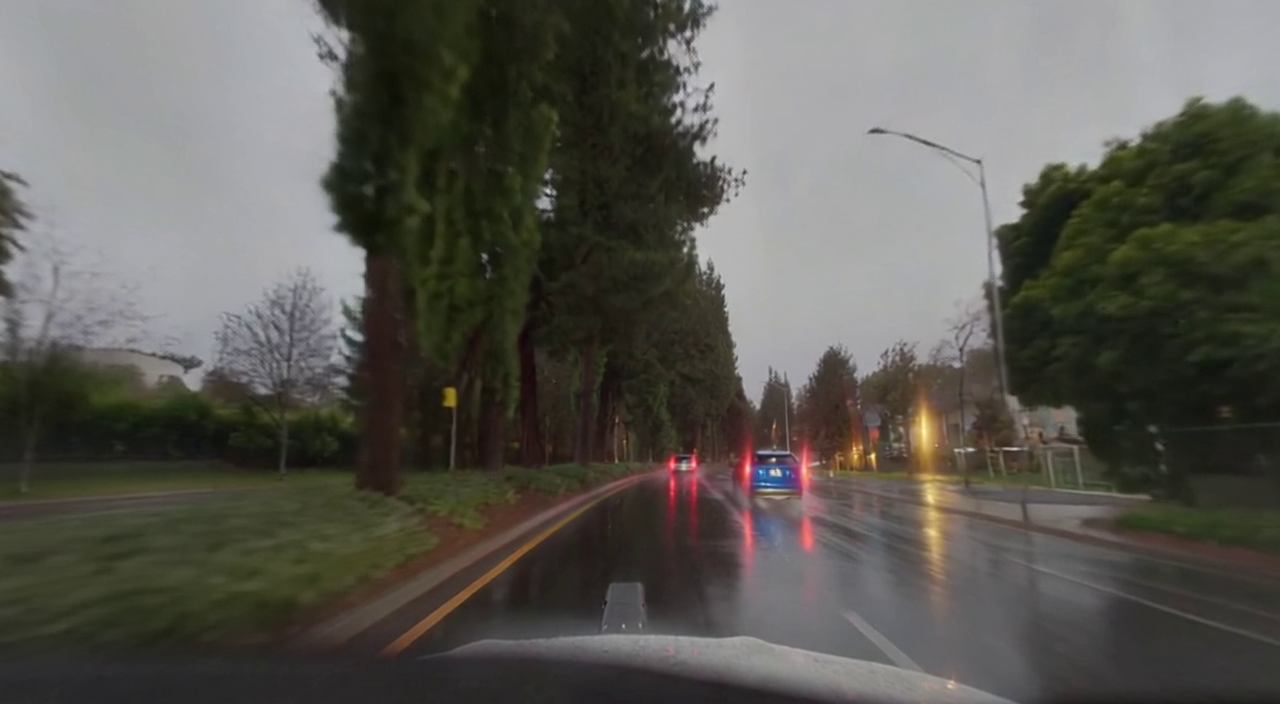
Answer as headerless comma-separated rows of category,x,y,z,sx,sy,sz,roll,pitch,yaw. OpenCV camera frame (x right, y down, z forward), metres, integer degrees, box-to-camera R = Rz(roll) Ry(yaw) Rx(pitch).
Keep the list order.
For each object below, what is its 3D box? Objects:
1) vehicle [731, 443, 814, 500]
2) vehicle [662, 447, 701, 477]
vehicle,4.253,3.864,20.813,1.971,1.663,4.287,0,-8,3
vehicle,2.754,7.079,40.641,2.251,1.822,4.391,-1,-8,7
